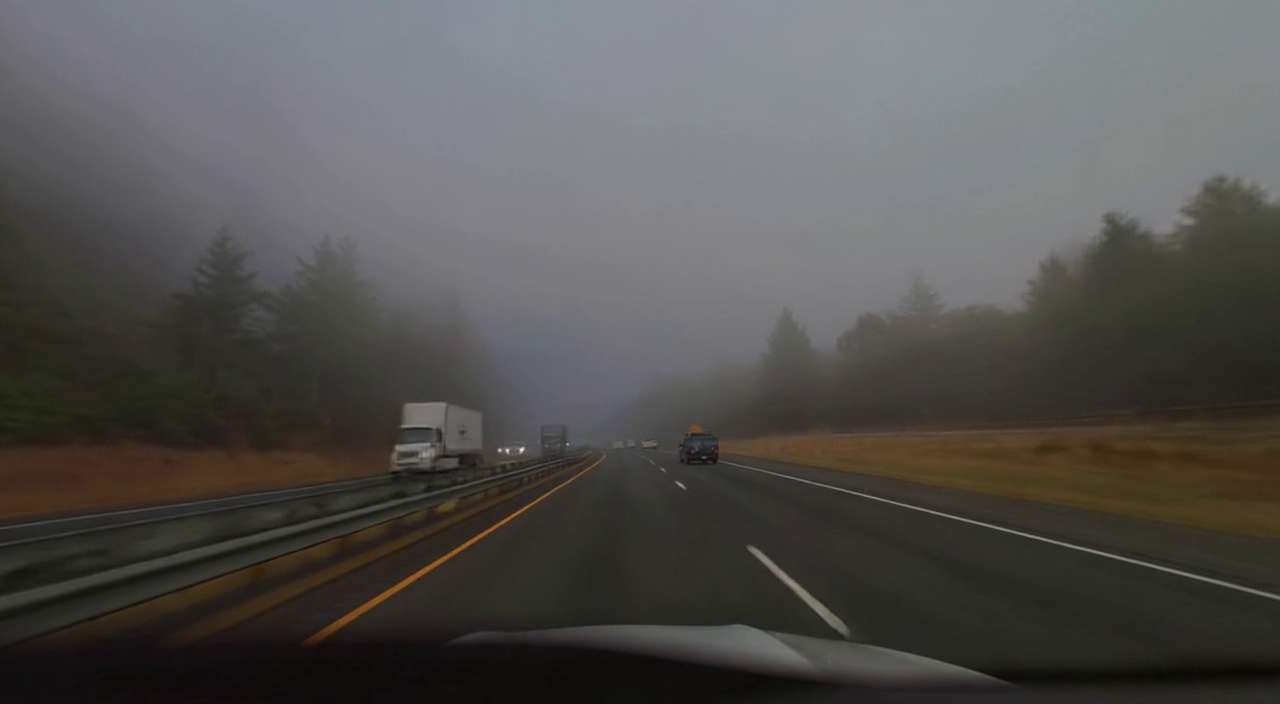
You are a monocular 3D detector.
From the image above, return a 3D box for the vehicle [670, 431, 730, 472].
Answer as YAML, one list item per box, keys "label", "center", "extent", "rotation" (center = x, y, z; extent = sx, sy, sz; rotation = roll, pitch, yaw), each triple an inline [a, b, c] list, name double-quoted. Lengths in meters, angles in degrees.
- label: "vehicle"
  center: [2.589, 4.418, 28.105]
  extent: [2.043, 1.673, 4.016]
  rotation: [0, -8, -3]

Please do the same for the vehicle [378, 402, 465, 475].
- label: "vehicle"
  center: [-12.446, 5.005, 36.429]
  extent: [3.000, 3.815, 5.831]
  rotation: [0, -8, -2]
